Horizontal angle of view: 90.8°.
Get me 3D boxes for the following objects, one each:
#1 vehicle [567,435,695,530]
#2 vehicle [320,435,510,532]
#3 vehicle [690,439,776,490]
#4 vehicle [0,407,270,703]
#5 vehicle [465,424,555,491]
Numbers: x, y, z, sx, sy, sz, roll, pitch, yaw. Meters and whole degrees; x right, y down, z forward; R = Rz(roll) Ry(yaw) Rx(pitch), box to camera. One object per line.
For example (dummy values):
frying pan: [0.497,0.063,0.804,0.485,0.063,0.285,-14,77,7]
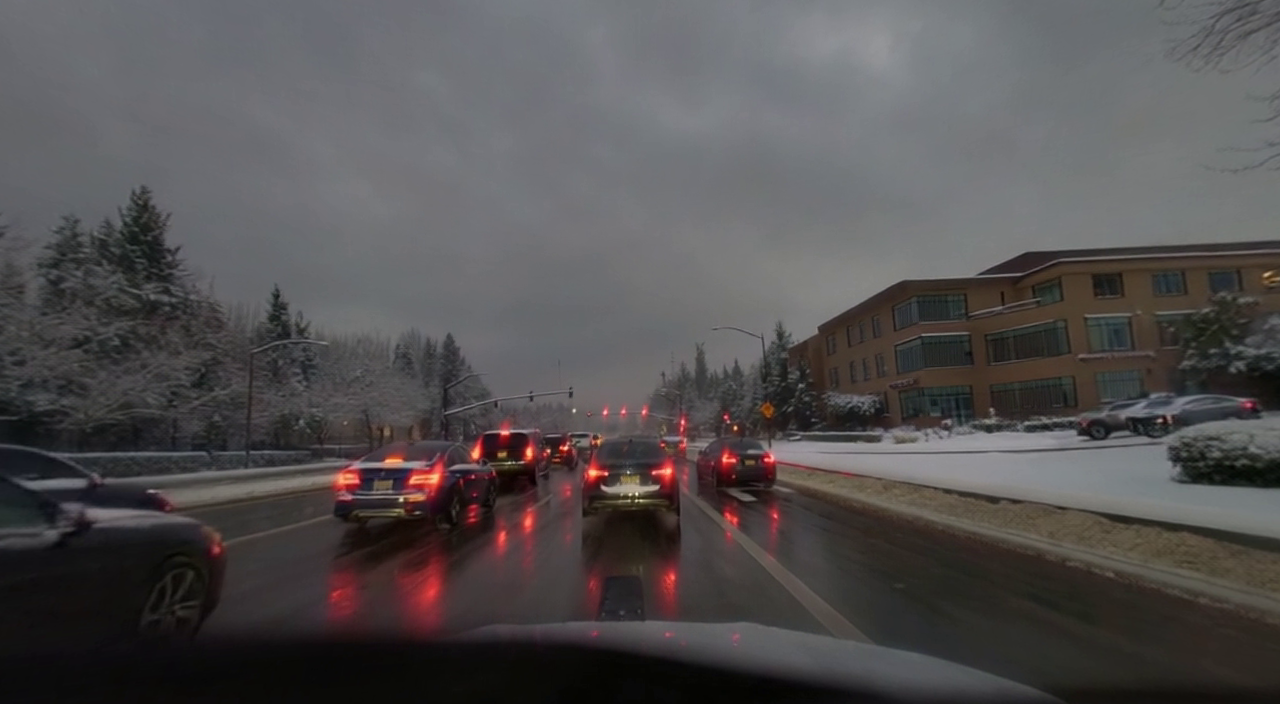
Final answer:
vehicle: [-0.186,2.345,11.993,2.007,1.467,4.059,0,-8,-1]
vehicle: [-3.860,2.323,11.755,1.985,1.467,4.224,0,-9,0]
vehicle: [2.878,3.591,20.568,1.978,1.452,4.381,0,-8,-3]
vehicle: [-3.711,0.934,2.351,2.052,1.475,4.341,0,-8,0]
vehicle: [-3.991,3.341,20.244,2.054,1.881,4.469,0,-8,-2]
